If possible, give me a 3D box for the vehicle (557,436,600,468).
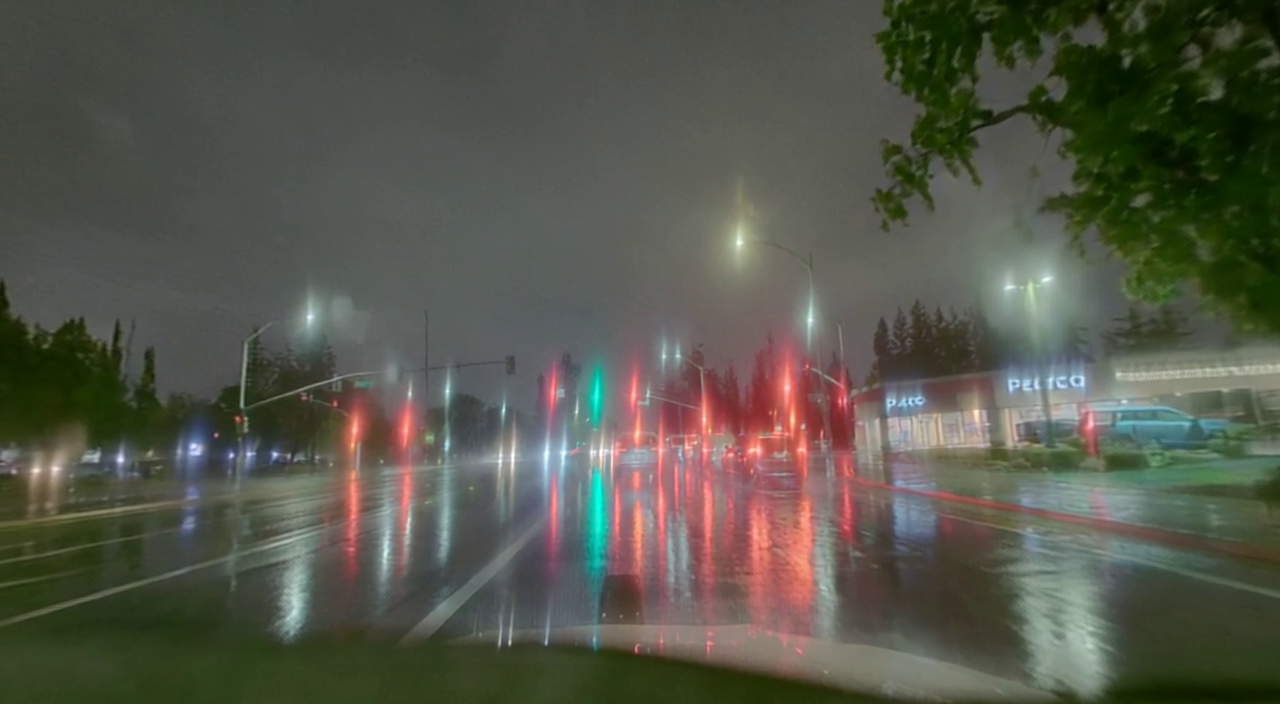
[{"bbox_3d":[-3.612,5.969,37.770,2.106,1.778,4.444,0,-9,0],"label":"vehicle"}]

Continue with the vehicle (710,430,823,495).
[{"bbox_3d":[3.533,3.208,18.693,2.198,1.660,4.512,0,-9,-3],"label":"vehicle"}]

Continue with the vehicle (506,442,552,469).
[{"bbox_3d":[-6.673,6.266,38.440,1.954,1.473,4.350,0,-9,1],"label":"vehicle"}]

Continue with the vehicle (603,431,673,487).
[{"bbox_3d":[-0.140,3.589,21.375,2.146,1.685,4.003,0,-9,-2],"label":"vehicle"}]

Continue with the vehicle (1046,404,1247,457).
[{"bbox_3d":[15.381,2.437,19.412,4.344,1.512,1.936,-1,-9,4],"label":"vehicle"}]

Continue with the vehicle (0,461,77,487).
[{"bbox_3d":[-38.946,7.786,40.491,1.801,1.434,4.245,0,-9,0],"label":"vehicle"}]
